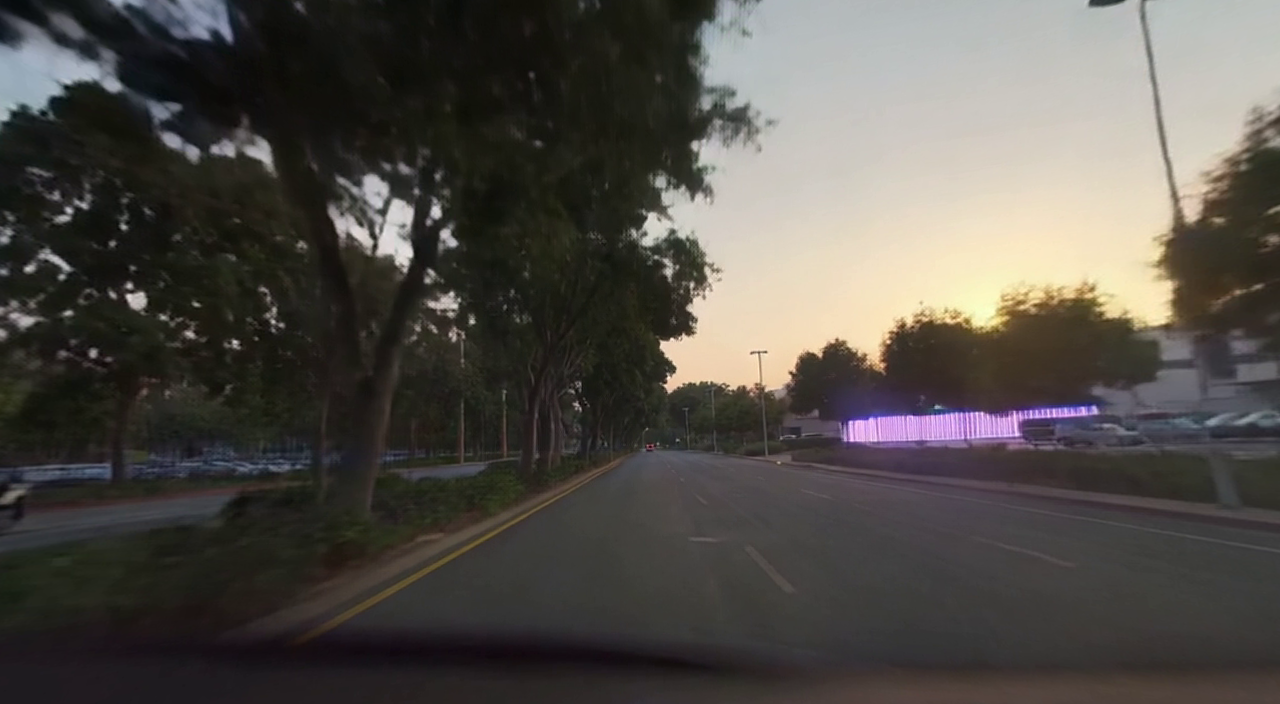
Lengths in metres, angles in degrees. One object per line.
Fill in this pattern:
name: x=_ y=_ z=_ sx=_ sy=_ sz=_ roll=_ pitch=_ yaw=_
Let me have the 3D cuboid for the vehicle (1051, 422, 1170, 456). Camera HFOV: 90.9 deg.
vehicle: x=32.013 y=5.918 z=43.005 sx=6.116 sy=1.924 sz=2.287 roll=-3 pitch=-8 yaw=1
